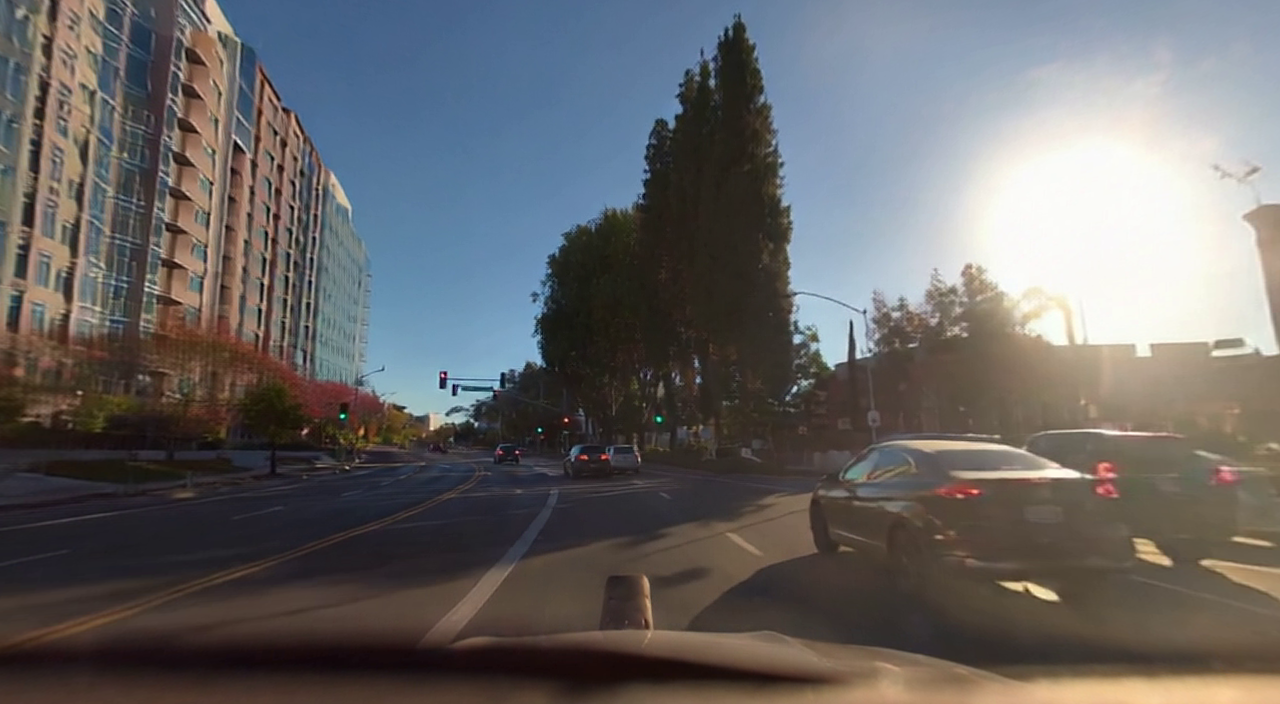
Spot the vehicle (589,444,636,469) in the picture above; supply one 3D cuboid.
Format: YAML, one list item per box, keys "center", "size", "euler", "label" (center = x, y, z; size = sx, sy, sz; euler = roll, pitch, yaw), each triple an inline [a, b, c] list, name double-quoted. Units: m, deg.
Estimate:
- center: [-1.782, 6.480, 39.269]
  size: [1.957, 1.463, 4.701]
  euler: [2, -9, -15]
  label: "vehicle"

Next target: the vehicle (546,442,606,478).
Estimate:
- center: [-3.157, 5.112, 30.090]
  size: [2.308, 1.535, 4.811]
  euler: [2, -9, -12]
  label: "vehicle"

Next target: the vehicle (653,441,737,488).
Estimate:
- center: [1.823, 3.947, 22.501]
  size: [1.984, 1.476, 4.488]
  euler: [1, -9, -8]
  label: "vehicle"

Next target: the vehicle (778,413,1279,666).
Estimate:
- center: [2.974, 1.433, 5.986]
  size: [2.280, 1.472, 4.426]
  euler: [0, -9, -1]
  label: "vehicle"
